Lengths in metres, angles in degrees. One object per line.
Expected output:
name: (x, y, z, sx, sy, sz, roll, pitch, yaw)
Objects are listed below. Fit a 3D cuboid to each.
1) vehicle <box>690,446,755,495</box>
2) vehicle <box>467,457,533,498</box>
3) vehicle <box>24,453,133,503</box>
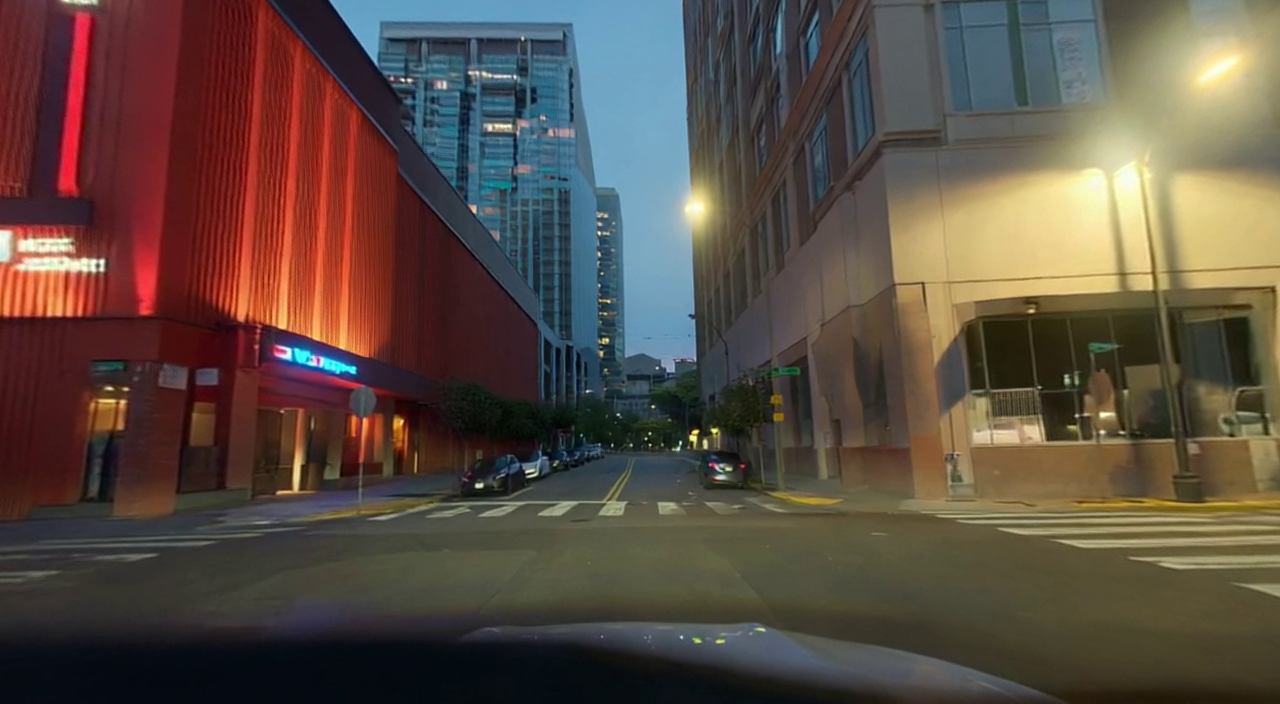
vehicle: (3.039, 4.449, 24.191, 1.917, 1.680, 4.500, 0, -8, 0)
vehicle: (-5.527, 4.980, 25.397, 1.864, 1.447, 3.887, 0, -8, -2)
vehicle: (-27.969, 6.253, 31.652, 1.665, 1.432, 4.120, 9, 0, -1)
